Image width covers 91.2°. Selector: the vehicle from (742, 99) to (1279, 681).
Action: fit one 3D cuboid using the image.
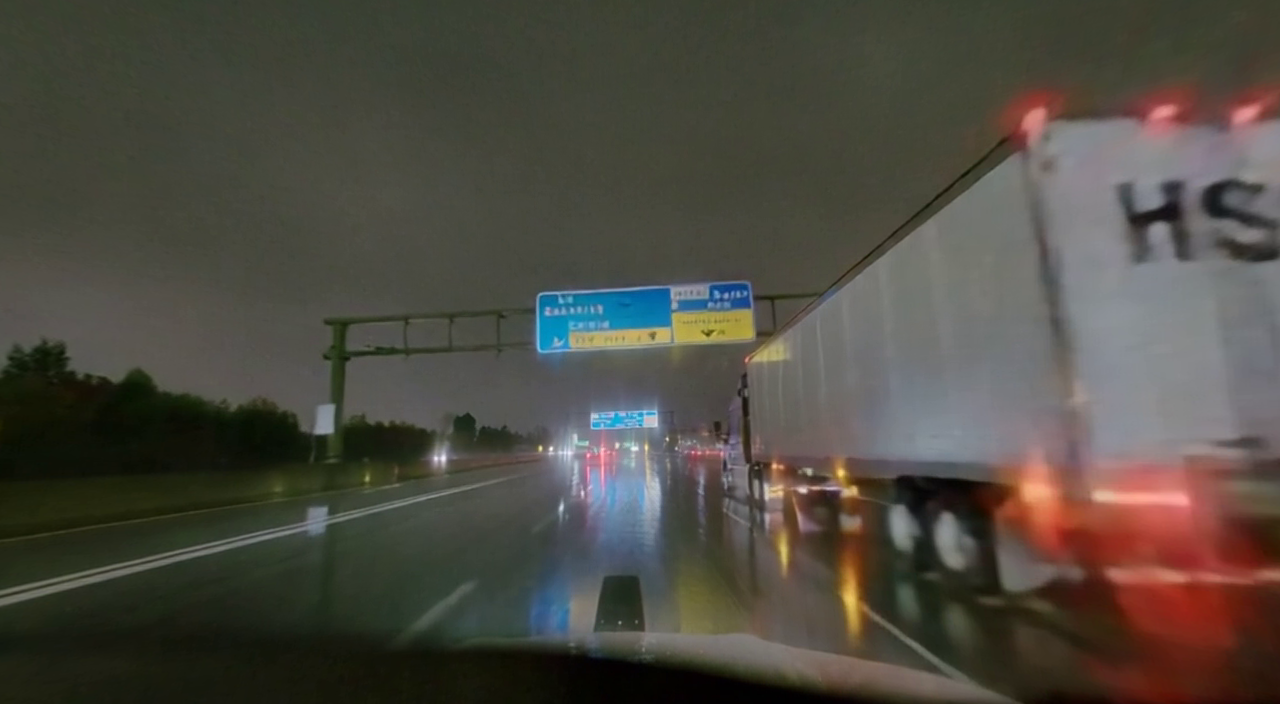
[{"bbox_3d":[4.065,1.034,9.767,2.823,3.509,12.118,0,-9,0],"label":"vehicle"}]
